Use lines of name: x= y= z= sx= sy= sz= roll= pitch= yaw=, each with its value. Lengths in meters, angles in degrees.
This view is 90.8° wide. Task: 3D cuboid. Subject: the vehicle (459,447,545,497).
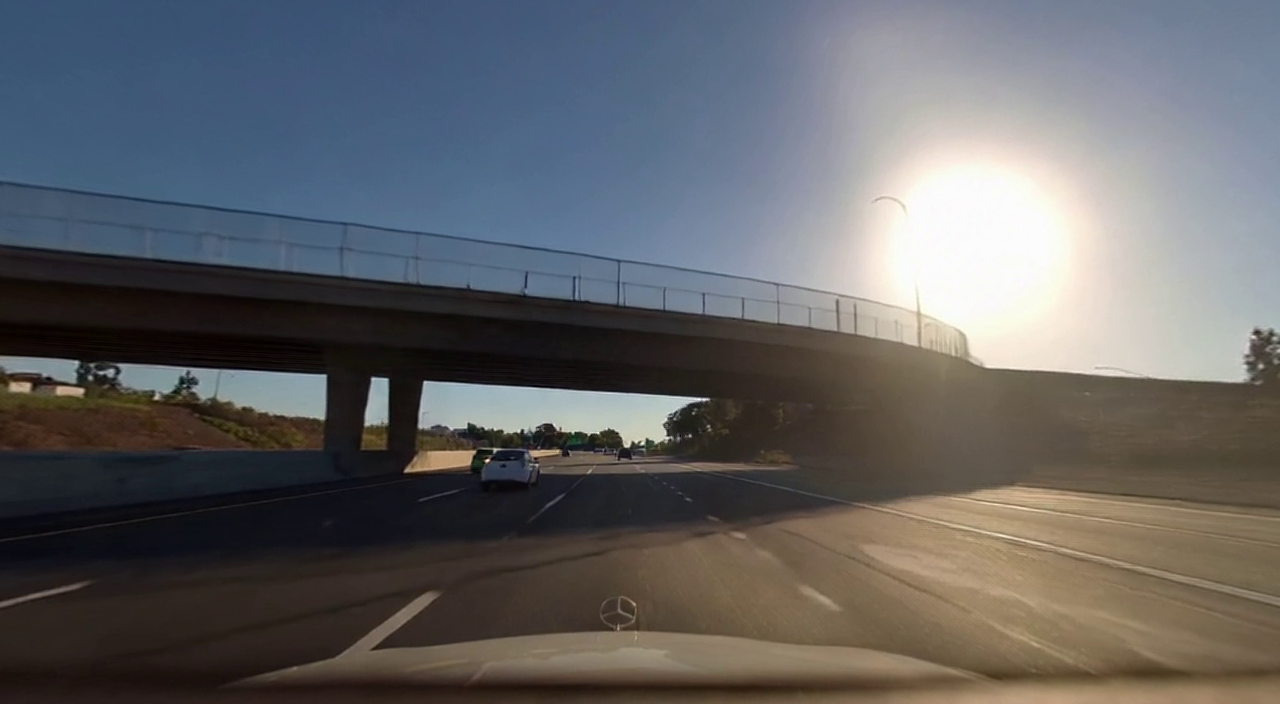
vehicle: x=-4.569 y=4.036 z=21.605 sx=2.050 sy=1.507 sz=4.316 roll=0 pitch=-9 yaw=-1
